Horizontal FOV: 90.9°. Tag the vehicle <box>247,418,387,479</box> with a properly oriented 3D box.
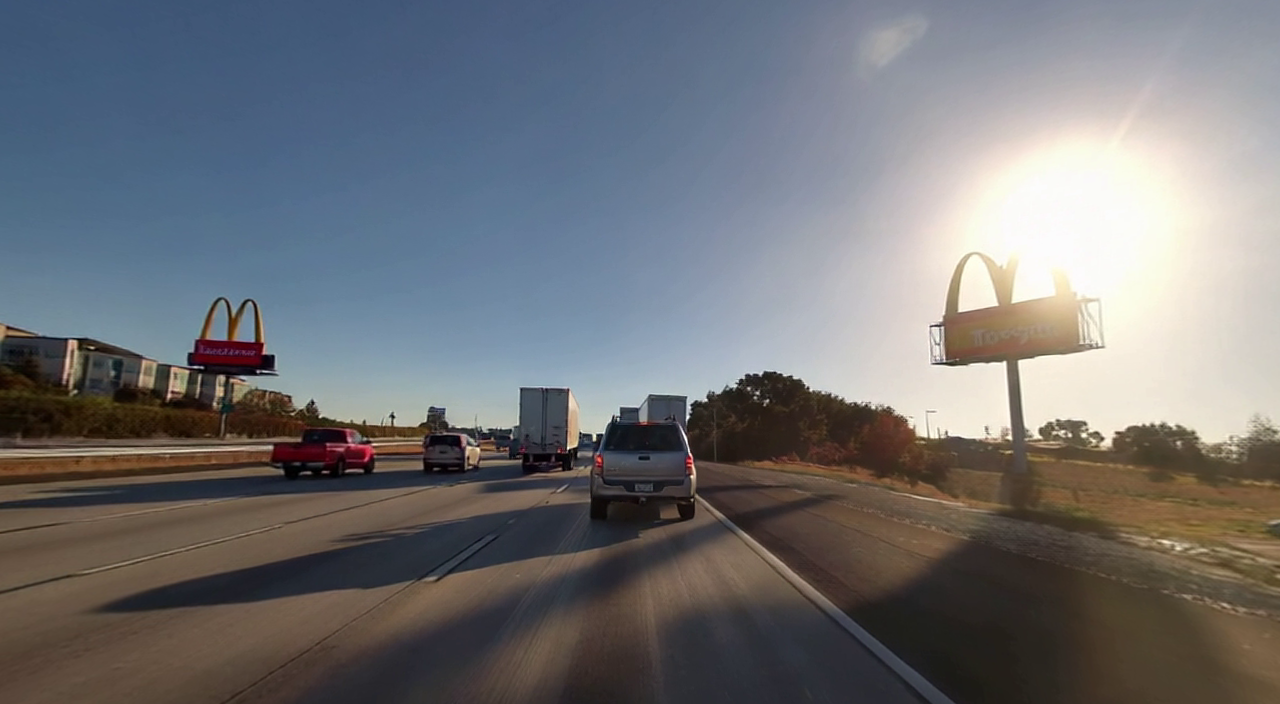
[{"bbox_3d":[-11.876,3.627,23.820,2.240,1.995,5.854,0,-9,-1],"label":"vehicle"}]

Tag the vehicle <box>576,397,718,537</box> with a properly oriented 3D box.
[{"bbox_3d":[0.040,1.885,10.768,1.947,1.910,4.040,0,-9,-2],"label":"vehicle"}]

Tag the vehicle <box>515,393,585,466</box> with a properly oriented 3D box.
[{"bbox_3d":[-4.723,4.373,34.753,2.814,3.513,8.529,0,-9,-2],"label":"vehicle"}]

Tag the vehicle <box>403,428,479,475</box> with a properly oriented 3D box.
[{"bbox_3d":[-7.972,4.035,25.679,1.854,1.740,4.151,0,-9,-2],"label":"vehicle"}]
